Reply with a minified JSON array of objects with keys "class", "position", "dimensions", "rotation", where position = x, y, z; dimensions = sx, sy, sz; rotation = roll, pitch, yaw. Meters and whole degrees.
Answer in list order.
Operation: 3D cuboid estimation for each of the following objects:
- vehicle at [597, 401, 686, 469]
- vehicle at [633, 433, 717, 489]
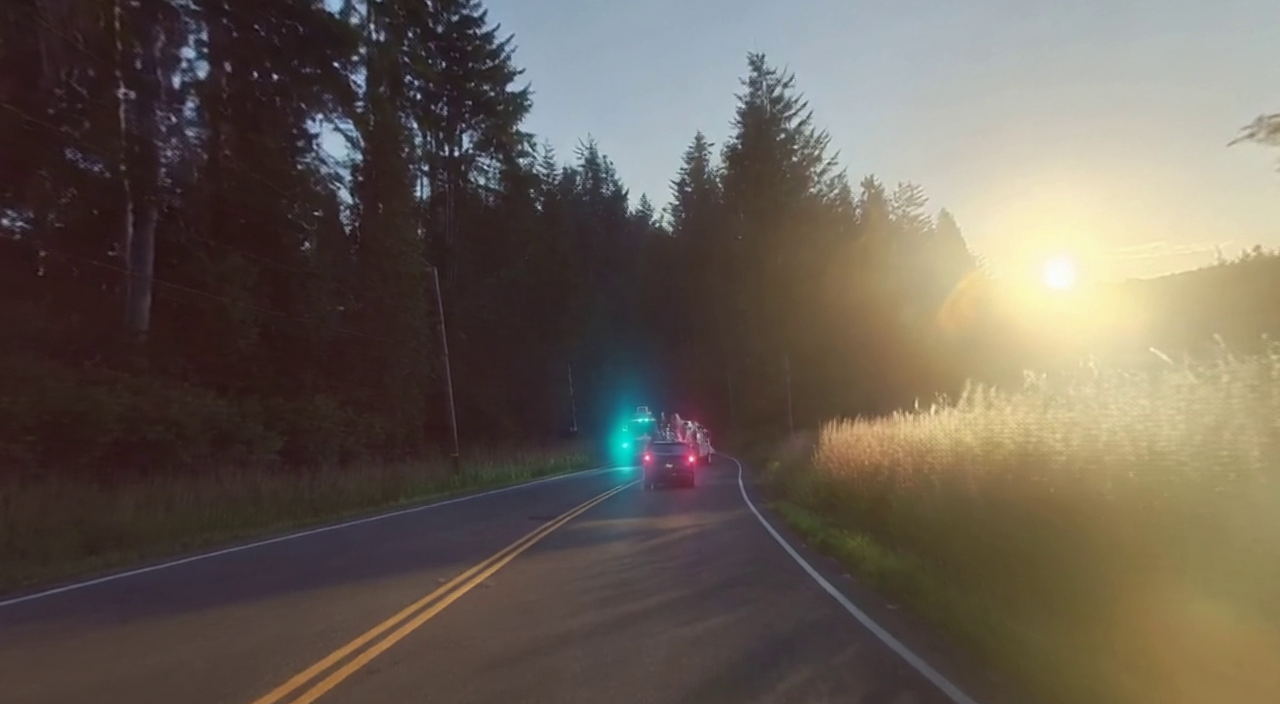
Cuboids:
[{"class":"vehicle","position":[0.312,6.023,44.674],"dimensions":[4.788,4.368,6.529],"rotation":[-2,-11,14]},{"class":"vehicle","position":[1.097,3.208,18.853],"dimensions":[2.196,1.465,4.294],"rotation":[-1,-8,5]}]
